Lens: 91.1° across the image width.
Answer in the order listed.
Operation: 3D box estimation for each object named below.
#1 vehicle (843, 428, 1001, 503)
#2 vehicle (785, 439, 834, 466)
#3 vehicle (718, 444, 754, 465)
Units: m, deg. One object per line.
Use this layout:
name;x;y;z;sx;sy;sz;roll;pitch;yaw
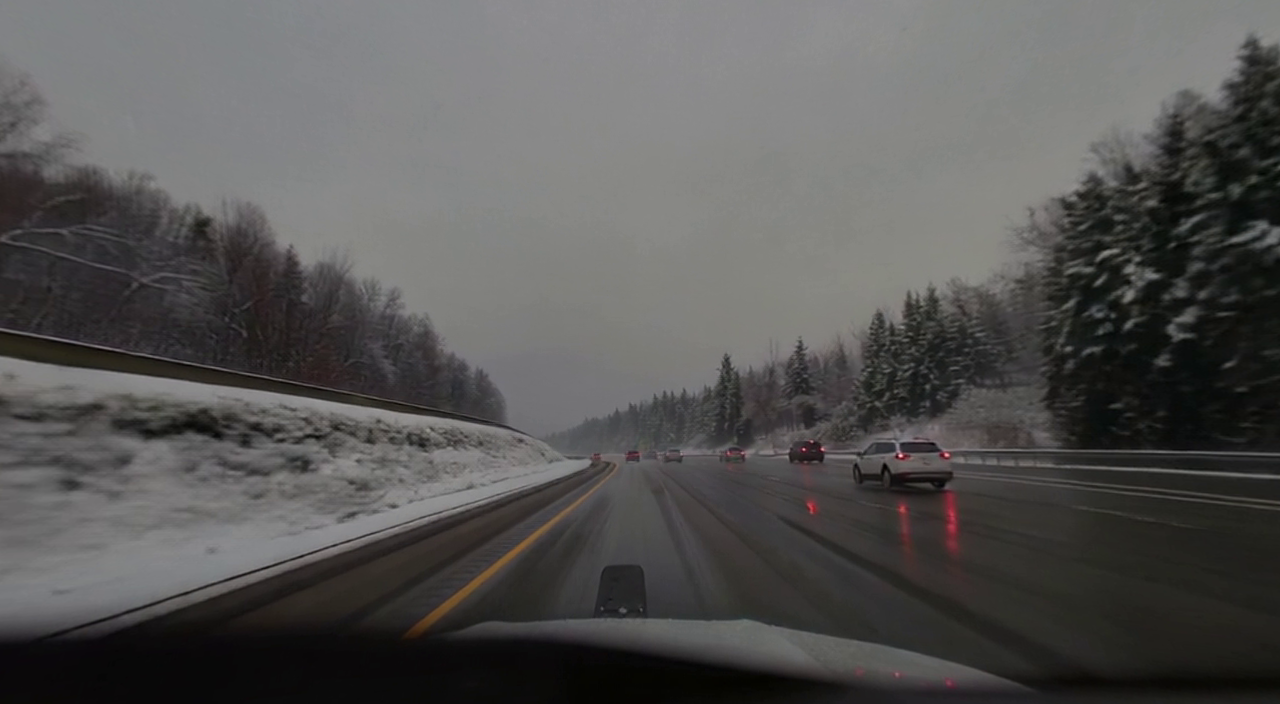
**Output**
vehicle;7.273;2.966;16.887;2.048;1.697;4.689;0;-8;0
vehicle;10.963;6.509;40.831;1.986;1.644;4.126;0;-8;-1
vehicle;6.959;7.480;45.943;1.940;1.482;3.644;0;-8;-2
